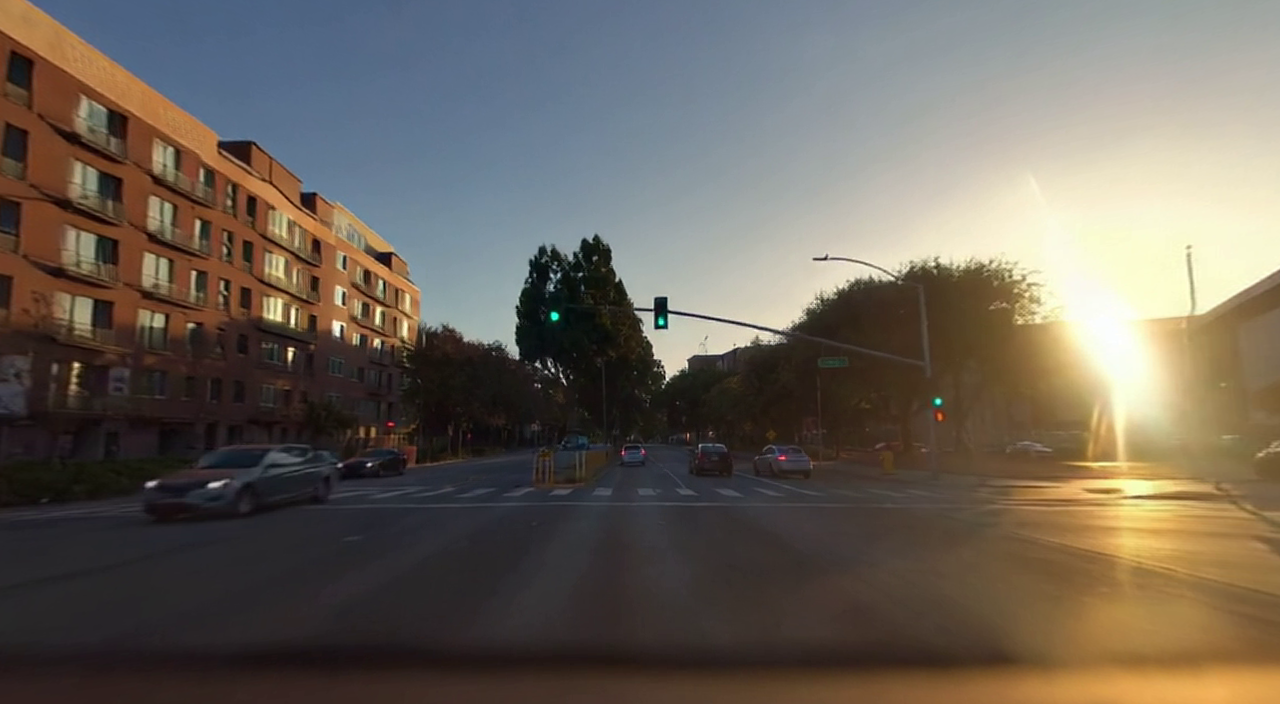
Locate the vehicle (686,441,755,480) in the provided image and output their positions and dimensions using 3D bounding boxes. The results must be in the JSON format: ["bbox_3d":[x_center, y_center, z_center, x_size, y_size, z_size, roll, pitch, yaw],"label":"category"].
[{"bbox_3d":[3.306,4.556,26.925,2.226,1.490,4.593,0,-8,-2],"label":"vehicle"}]

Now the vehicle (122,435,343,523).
[{"bbox_3d":[-8.997,2.807,14.582,2.160,1.689,4.451,0,-8,-1],"label":"vehicle"}]

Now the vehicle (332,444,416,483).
[{"bbox_3d":[-12.357,5.177,29.705,2.004,1.669,4.487,0,-8,0],"label":"vehicle"}]

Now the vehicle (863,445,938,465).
[{"bbox_3d":[19.449,7.709,47.299,4.712,1.460,1.893,0,-9,-3],"label":"vehicle"}]

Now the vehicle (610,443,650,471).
[{"bbox_3d":[-0.549,5.901,35.825,2.143,1.480,4.006,0,-8,-1],"label":"vehicle"}]

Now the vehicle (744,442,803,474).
[{"bbox_3d":[6.643,5.329,31.977,1.861,1.473,4.393,0,-8,-2],"label":"vehicle"}]
